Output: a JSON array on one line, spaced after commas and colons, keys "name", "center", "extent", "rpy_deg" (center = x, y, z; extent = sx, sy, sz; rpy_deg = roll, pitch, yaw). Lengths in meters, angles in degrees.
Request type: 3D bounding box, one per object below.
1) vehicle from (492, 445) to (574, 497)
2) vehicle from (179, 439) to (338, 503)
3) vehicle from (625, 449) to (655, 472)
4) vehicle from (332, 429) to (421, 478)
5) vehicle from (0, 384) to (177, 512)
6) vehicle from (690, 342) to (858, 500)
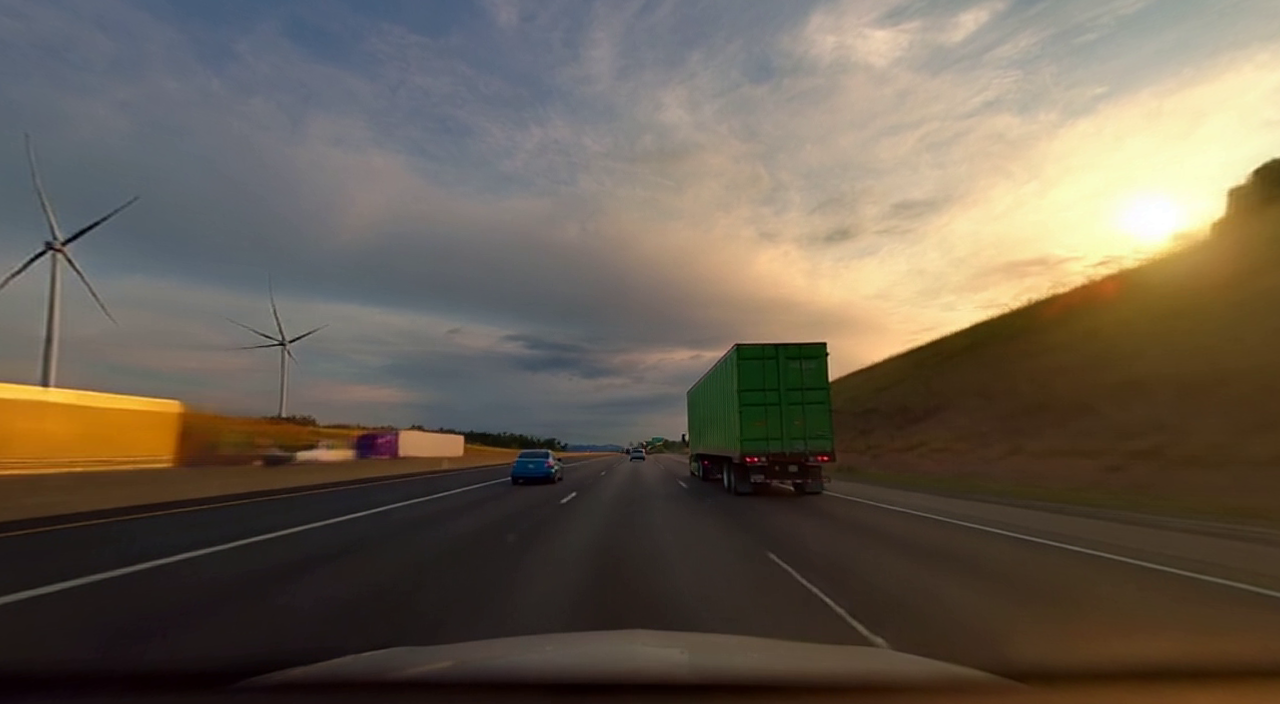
[{"name": "vehicle", "center": [-3.431, 3.902, 21.042], "extent": [1.952, 1.521, 4.095], "rpy_deg": [0, -9, 1]}, {"name": "vehicle", "center": [-11.629, 3.640, 19.744], "extent": [2.054, 1.737, 4.620], "rpy_deg": [0, -9, 0]}, {"name": "vehicle", "center": [-0.007, 7.218, 42.115], "extent": [1.931, 1.453, 3.695], "rpy_deg": [0, -9, -1]}, {"name": "vehicle", "center": [-19.269, 7.540, 46.888], "extent": [2.910, 3.234, 8.361], "rpy_deg": [0, -9, 0]}, {"name": "vehicle", "center": [-20.819, 2.827, 18.530], "extent": [2.876, 3.822, 15.372], "rpy_deg": [0, -9, 0]}, {"name": "vehicle", "center": [3.907, 2.781, 22.722], "extent": [2.947, 3.989, 13.568], "rpy_deg": [0, -9, 0]}]
